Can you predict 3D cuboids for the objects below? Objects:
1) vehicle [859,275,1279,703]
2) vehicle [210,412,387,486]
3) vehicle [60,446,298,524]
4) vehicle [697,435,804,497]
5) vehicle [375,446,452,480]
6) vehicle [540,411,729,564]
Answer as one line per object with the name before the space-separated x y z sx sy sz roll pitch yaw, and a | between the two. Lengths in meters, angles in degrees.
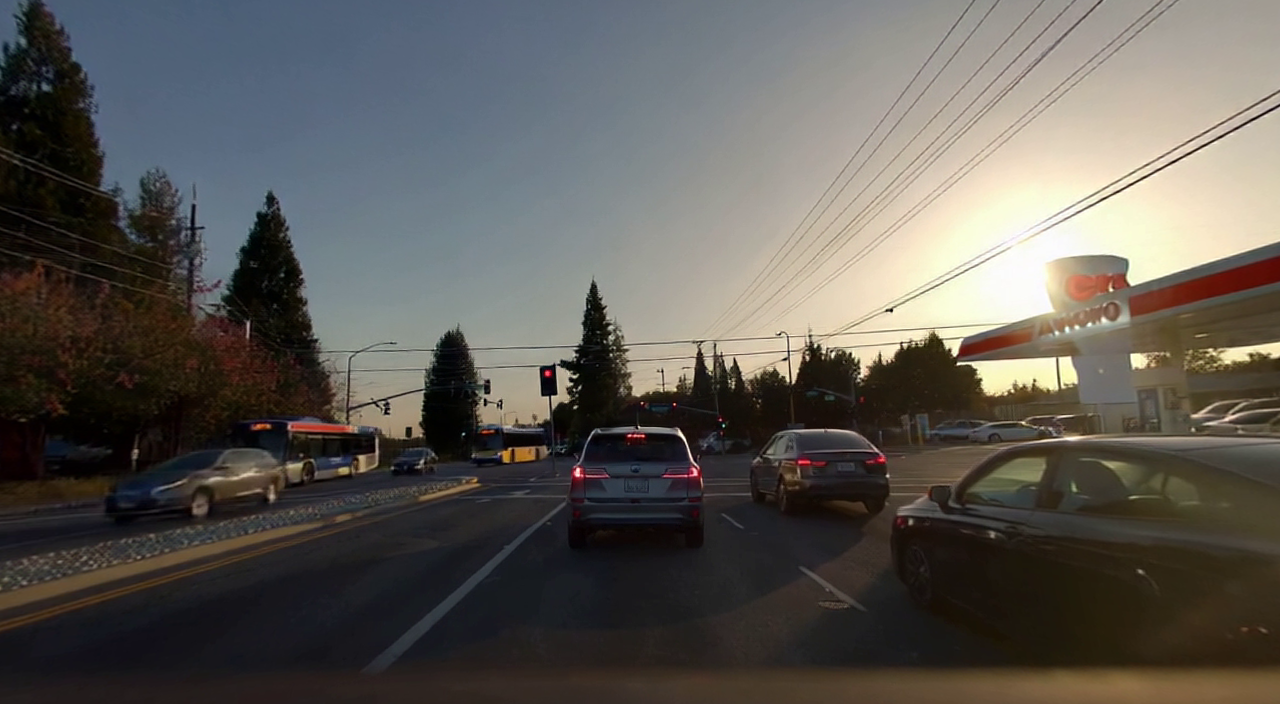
vehicle | 3.084 0.904 3.643 2.049 1.813 4.245 0 -9 -1
vehicle | -18.695 5.523 36.274 3.010 3.475 12.655 0 -9 1
vehicle | -10.360 2.972 14.808 2.030 1.498 4.690 0 -9 0
vehicle | 2.884 3.094 17.574 2.040 1.481 4.407 0 -9 -2
vehicle | -10.592 5.197 29.917 1.976 1.483 4.630 0 -9 0
vehicle | -0.109 1.806 9.112 2.087 1.677 4.053 0 -9 -2
